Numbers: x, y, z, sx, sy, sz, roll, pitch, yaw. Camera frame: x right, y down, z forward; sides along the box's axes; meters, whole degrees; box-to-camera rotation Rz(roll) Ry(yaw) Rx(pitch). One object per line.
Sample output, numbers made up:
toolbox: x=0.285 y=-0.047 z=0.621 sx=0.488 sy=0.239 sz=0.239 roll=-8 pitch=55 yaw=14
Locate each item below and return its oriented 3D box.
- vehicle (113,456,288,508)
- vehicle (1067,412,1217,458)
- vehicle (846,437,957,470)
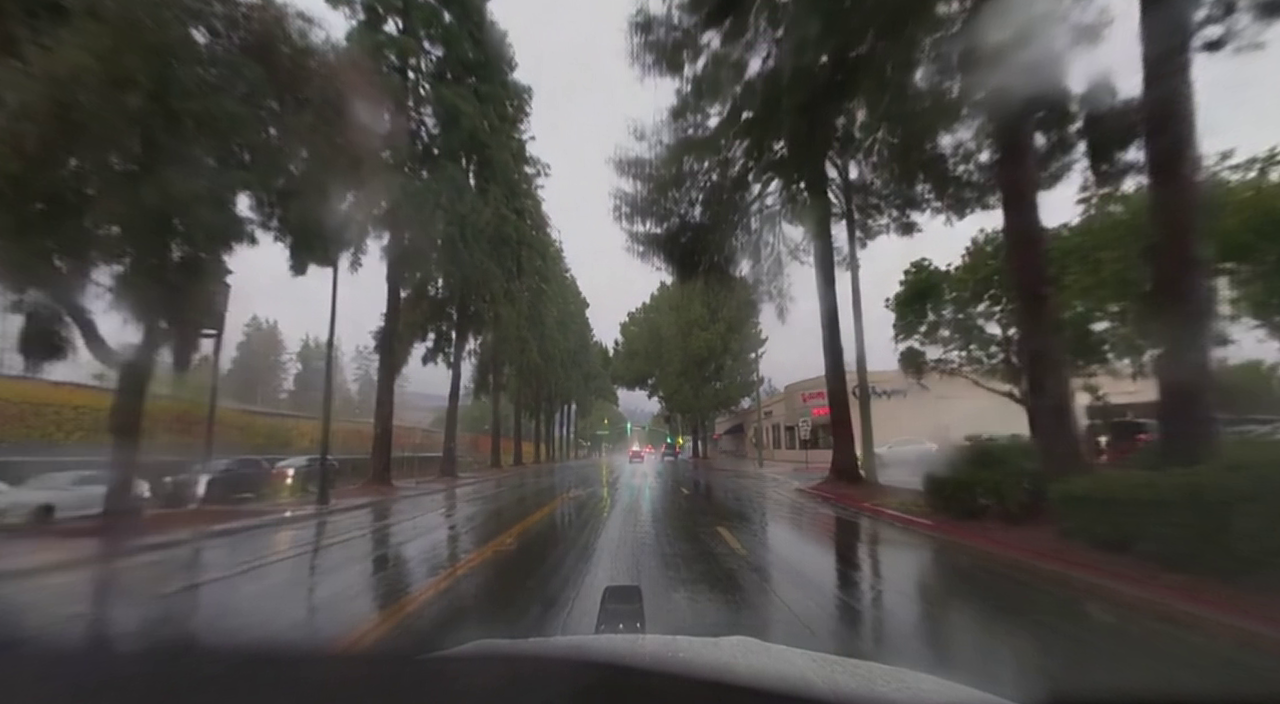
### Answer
vehicle: x=-15.297 y=4.522 z=22.192 sx=4.579 sy=1.701 sz=2.033 roll=-1 pitch=-9 yaw=1
vehicle: x=25.034 y=4.191 z=31.665 sx=5.444 sy=1.901 sz=2.250 roll=-3 pitch=-9 yaw=0
vehicle: x=12.130 y=4.750 z=29.584 sx=4.404 sy=1.445 sz=1.844 roll=-2 pitch=-9 yaw=8
